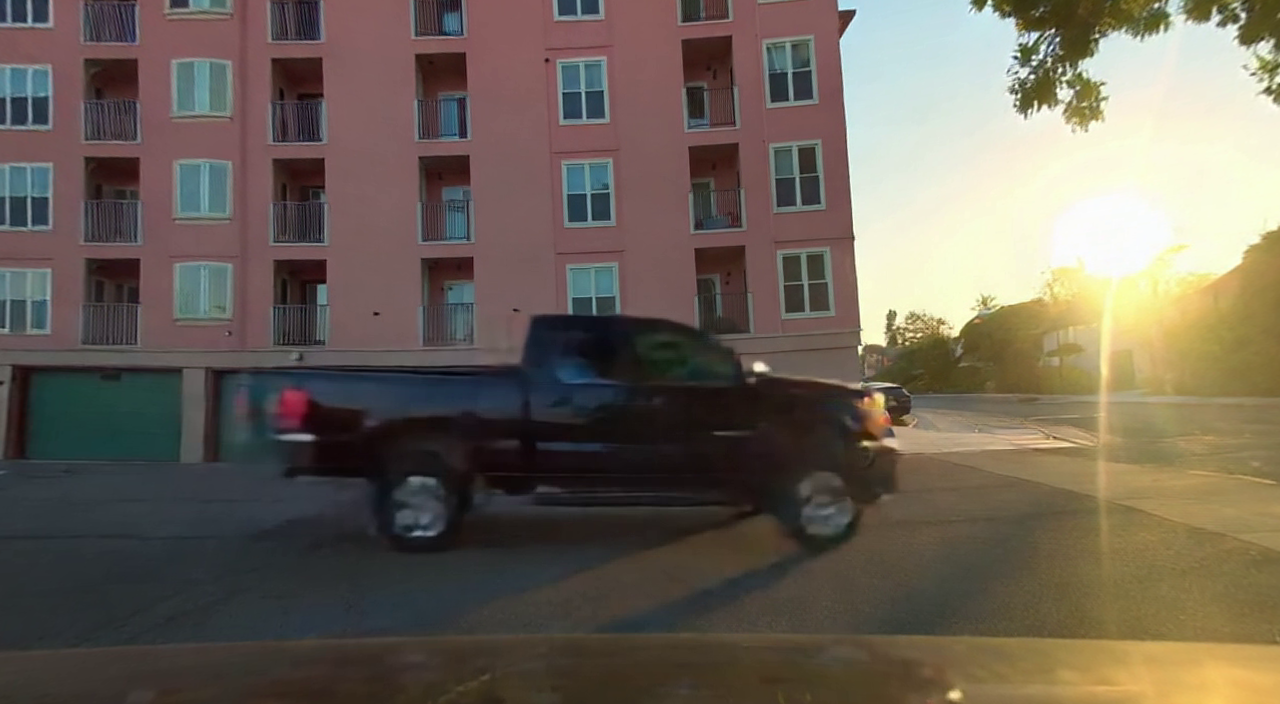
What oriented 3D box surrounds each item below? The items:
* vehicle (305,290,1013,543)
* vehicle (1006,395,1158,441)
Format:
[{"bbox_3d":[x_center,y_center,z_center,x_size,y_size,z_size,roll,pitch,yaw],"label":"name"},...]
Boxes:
[{"bbox_3d":[0.143,0.639,6.065,5.448,1.974,2.176,0,-8,0],"label":"vehicle"},{"bbox_3d":[15.751,2.387,22.640,3.905,1.475,2.057,-1,-8,-2],"label":"vehicle"}]
